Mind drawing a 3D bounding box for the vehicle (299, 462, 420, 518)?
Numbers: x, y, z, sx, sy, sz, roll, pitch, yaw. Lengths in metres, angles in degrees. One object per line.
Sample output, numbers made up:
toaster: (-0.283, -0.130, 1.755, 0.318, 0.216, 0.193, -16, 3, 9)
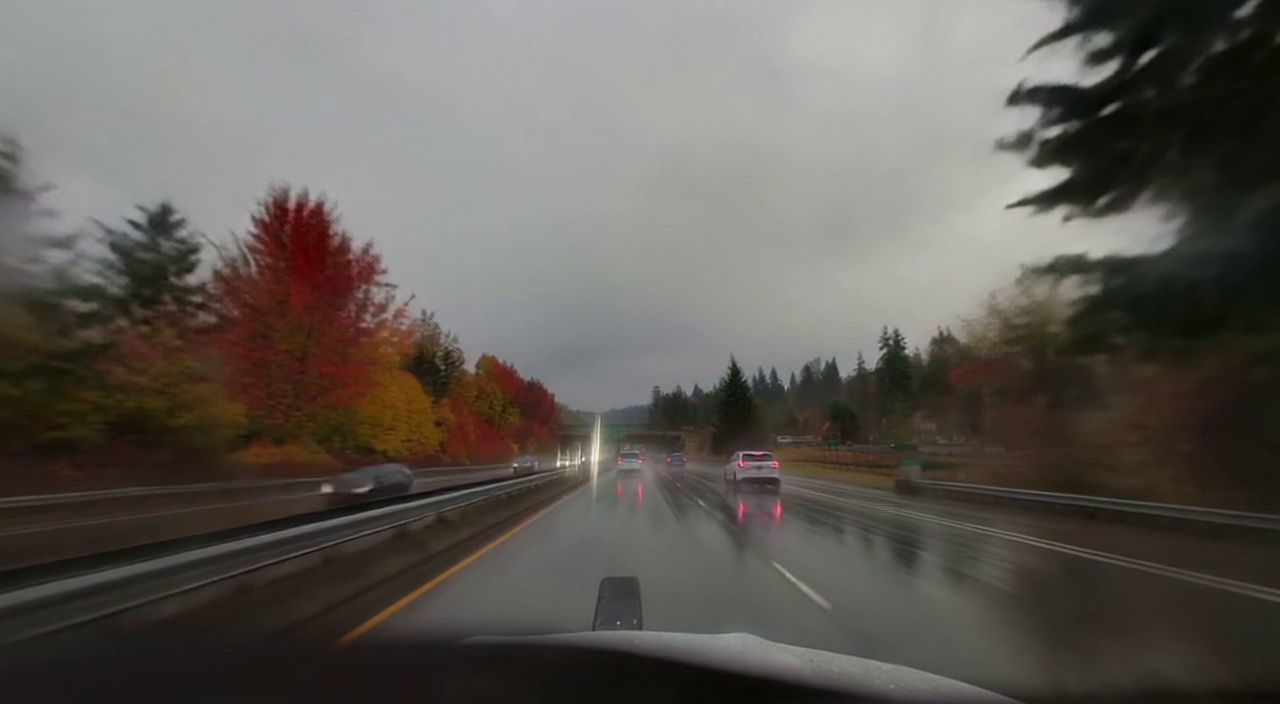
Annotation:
vehicle: (-9.245, 4.566, 21.176, 1.935, 1.532, 4.629, -1, -9, 0)

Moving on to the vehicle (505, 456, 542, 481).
vehicle: (-9.005, 9.023, 48.865, 1.932, 1.738, 4.571, -1, -9, 1)

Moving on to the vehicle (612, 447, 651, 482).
vehicle: (-0.413, 5.914, 33.092, 1.937, 1.699, 3.936, -1, -9, 0)

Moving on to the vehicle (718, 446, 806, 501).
vehicle: (3.709, 3.777, 19.876, 1.843, 1.505, 4.339, 0, -9, -1)
